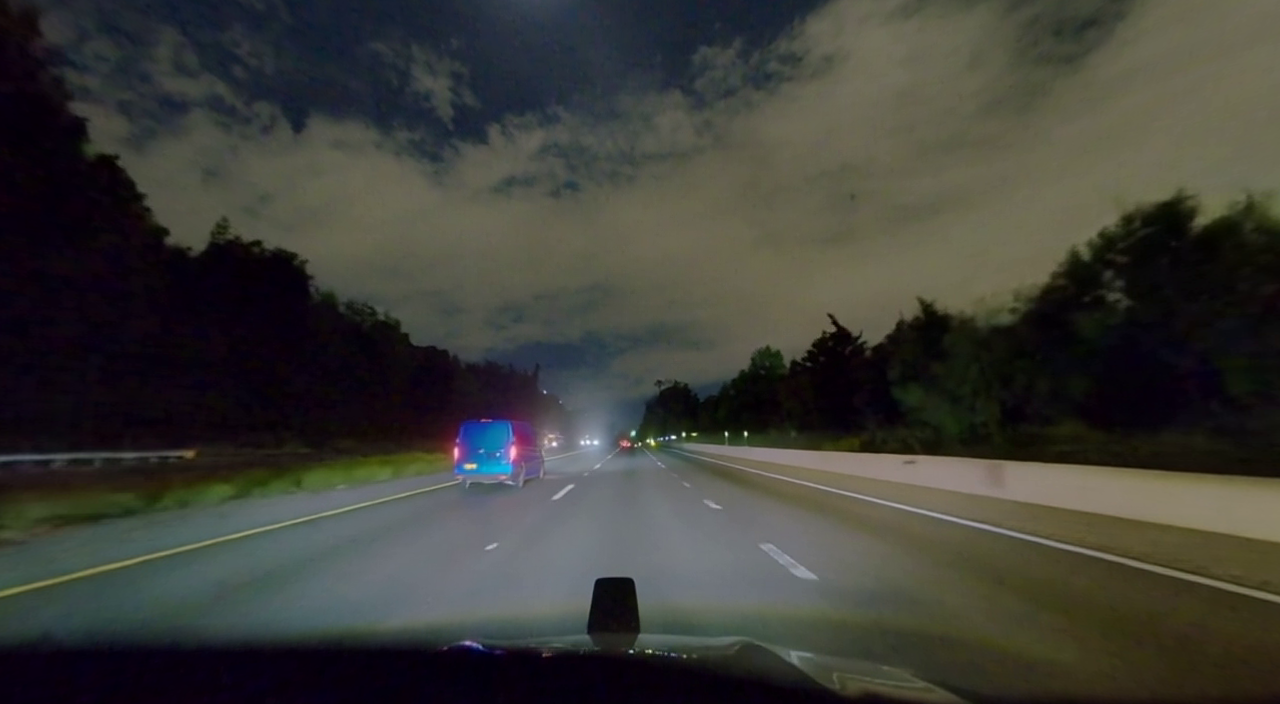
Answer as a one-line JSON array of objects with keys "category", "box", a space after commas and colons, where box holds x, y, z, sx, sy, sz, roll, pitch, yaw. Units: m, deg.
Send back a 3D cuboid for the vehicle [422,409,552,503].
[{"category": "vehicle", "box": [-3.666, 2.588, 16.153, 2.297, 2.011, 4.736, 0, -8, -2]}]
